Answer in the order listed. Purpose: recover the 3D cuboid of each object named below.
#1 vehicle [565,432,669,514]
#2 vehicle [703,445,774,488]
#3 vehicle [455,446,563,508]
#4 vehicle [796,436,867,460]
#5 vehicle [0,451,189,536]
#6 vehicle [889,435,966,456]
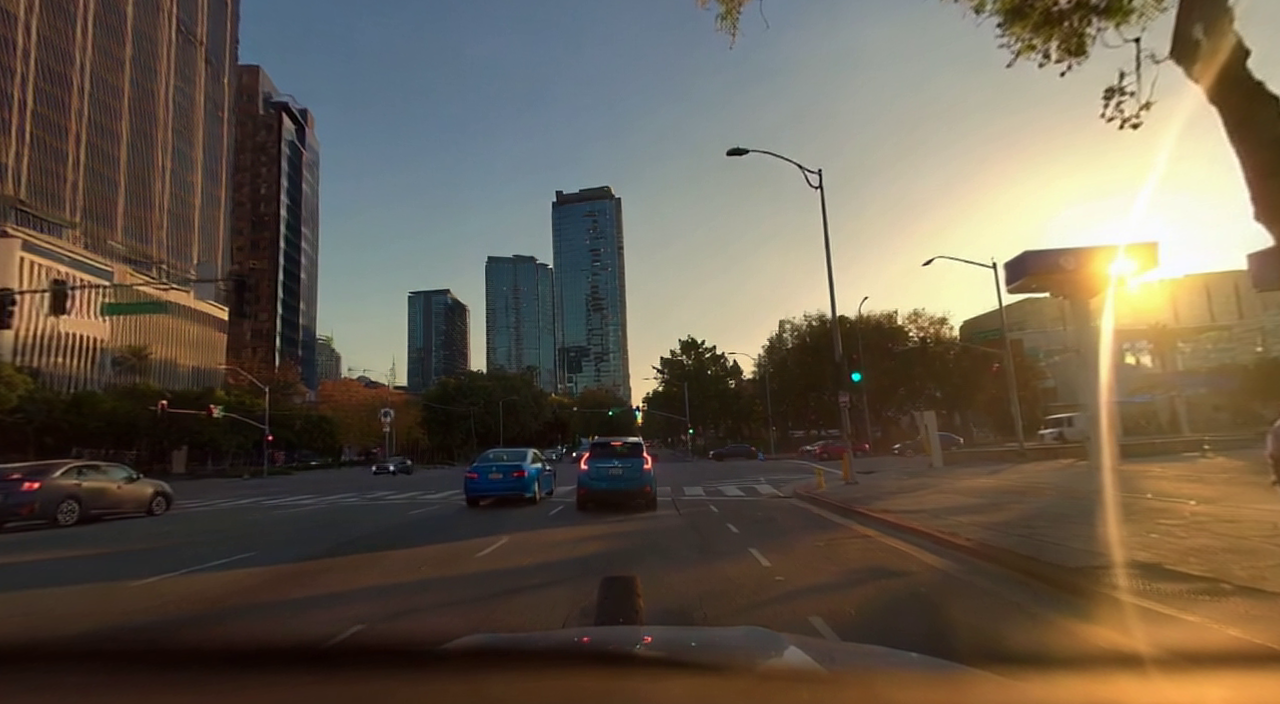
[{"bbox_3d":[-0.467,2.888,15.629,2.210,1.722,4.215,0,-8,1],"label":"vehicle"},{"bbox_3d":[3.901,4.369,24.494,1.976,1.462,4.342,-3,-9,18],"label":"vehicle"},{"bbox_3d":[-3.488,3.397,17.723,2.003,1.492,4.291,0,-8,2],"label":"vehicle"},{"bbox_3d":[13.861,6.974,45.951,4.524,1.681,1.823,0,-8,0],"label":"vehicle"},{"bbox_3d":[-13.455,3.193,14.967,1.995,1.626,4.592,0,-8,2],"label":"vehicle"},{"bbox_3d":[20.720,6.762,45.668,4.700,1.417,1.789,0,-8,2],"label":"vehicle"}]
